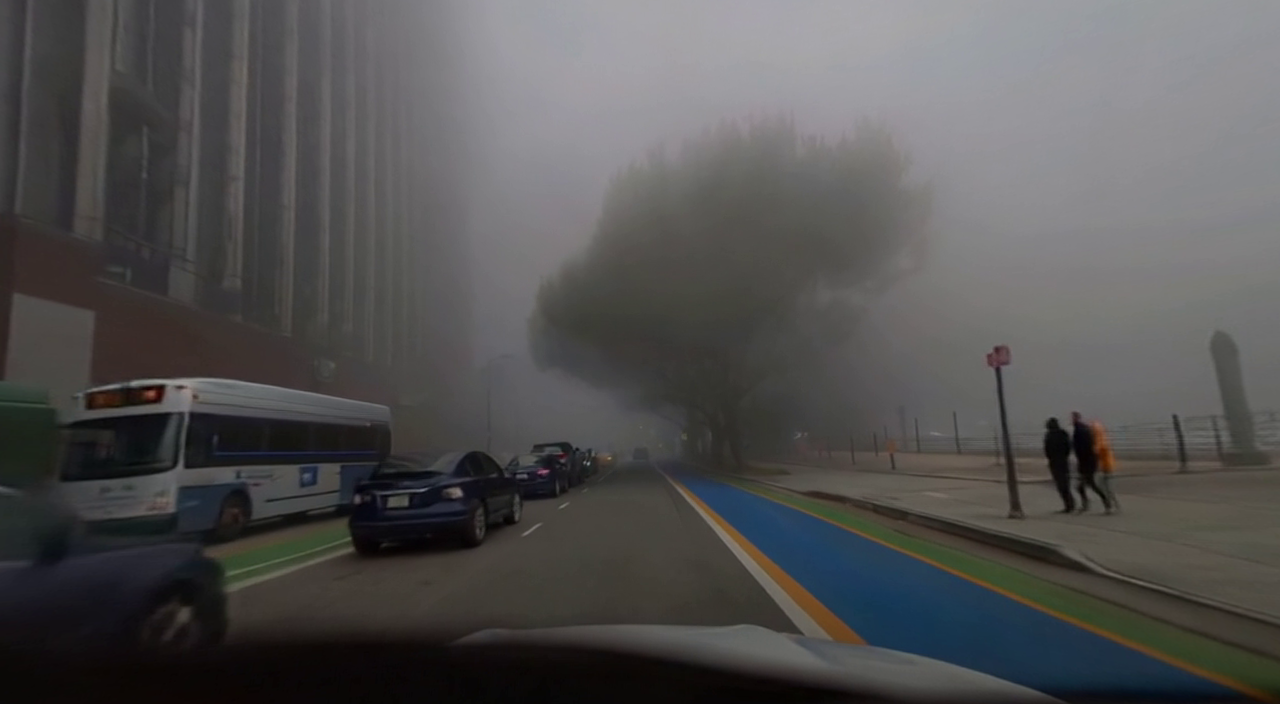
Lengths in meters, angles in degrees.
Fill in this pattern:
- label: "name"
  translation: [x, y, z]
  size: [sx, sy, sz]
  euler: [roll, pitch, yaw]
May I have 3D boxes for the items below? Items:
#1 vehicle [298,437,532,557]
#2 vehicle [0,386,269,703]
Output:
- label: "vehicle"
  translation: [-3.522, 2.366, 11.169]
  size: [2.266, 1.621, 4.783]
  euler: [-1, -8, 2]
- label: "vehicle"
  translation: [-3.842, 1.033, 2.534]
  size: [1.982, 1.710, 4.454]
  euler: [-4, -9, 1]
